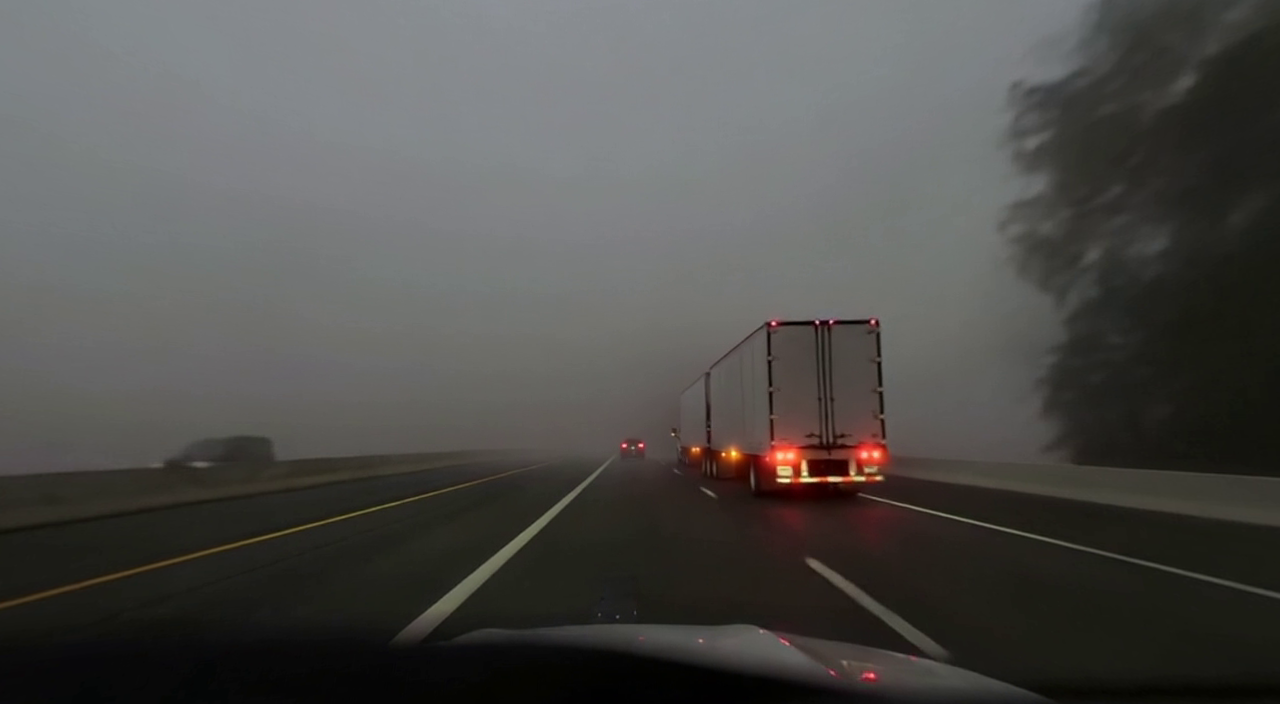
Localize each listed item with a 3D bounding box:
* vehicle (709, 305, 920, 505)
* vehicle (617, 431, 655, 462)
[{"bbox_3d":[3.917,1.624,16.843,2.967,3.961,8.660,0,-8,-1],"label":"vehicle"},{"bbox_3d":[-0.290,6.475,43.195,2.456,2.007,4.728,0,-8,-1],"label":"vehicle"}]
